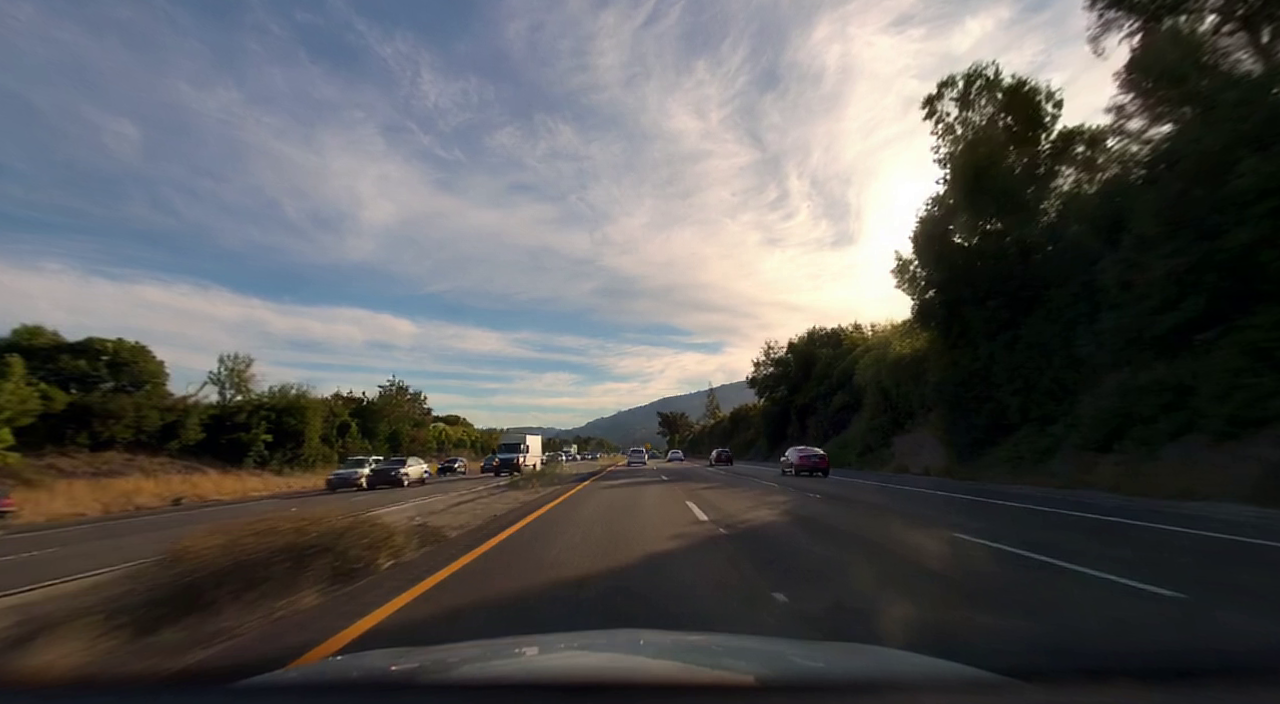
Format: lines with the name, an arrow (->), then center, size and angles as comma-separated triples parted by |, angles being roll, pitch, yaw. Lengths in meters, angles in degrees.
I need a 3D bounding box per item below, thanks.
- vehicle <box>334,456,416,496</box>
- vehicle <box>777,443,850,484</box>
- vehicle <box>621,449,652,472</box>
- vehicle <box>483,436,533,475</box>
vehicle -> -12.166, 5.681, 29.282 | 1.996, 1.632, 4.083 | 0, -9, 0
vehicle -> 7.247, 4.667, 26.697 | 1.903, 1.566, 3.866 | 0, -9, -1
vehicle -> -0.214, 7.341, 42.910 | 2.021, 1.507, 4.272 | 0, -9, 0
vehicle -> -8.922, 7.046, 43.233 | 2.207, 2.457, 5.719 | 0, -9, 0
